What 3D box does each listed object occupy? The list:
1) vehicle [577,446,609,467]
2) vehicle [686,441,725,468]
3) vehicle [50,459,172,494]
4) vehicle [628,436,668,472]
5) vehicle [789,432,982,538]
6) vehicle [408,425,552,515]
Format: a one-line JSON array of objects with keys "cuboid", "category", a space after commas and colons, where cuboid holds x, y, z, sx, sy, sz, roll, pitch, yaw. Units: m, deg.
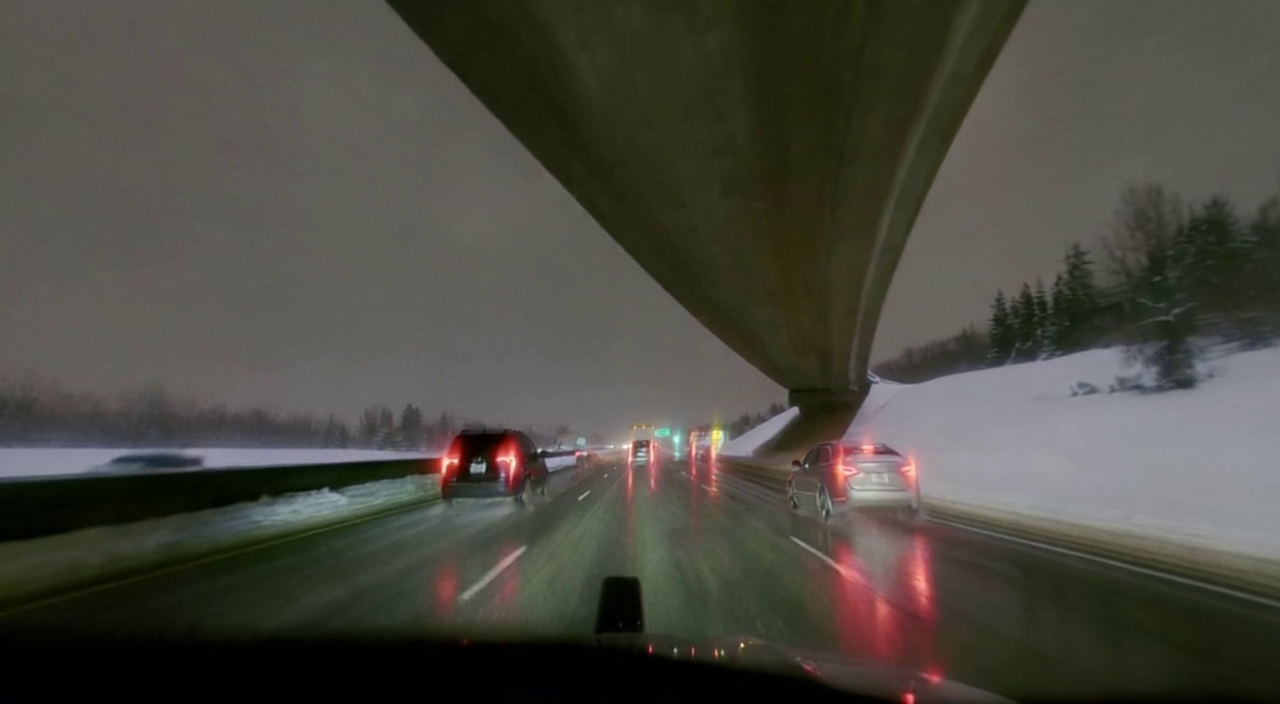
[{"cuboid": [-3.390, 7.593, 45.932, 1.994, 1.475, 4.171, 0, -9, 0], "category": "vehicle"}, {"cuboid": [4.588, 7.268, 44.995, 2.231, 1.807, 4.588, 0, -9, -1], "category": "vehicle"}, {"cuboid": [-26.105, 6.124, 31.339, 1.860, 1.516, 4.638, 0, -9, 3], "category": "vehicle"}, {"cuboid": [0.440, 5.827, 36.146, 2.155, 1.909, 4.529, 0, -9, 0], "category": "vehicle"}, {"cuboid": [4.123, 2.276, 11.353, 1.959, 1.554, 3.795, 0, -9, 1], "category": "vehicle"}, {"cuboid": [-3.491, 2.684, 14.798, 2.089, 1.751, 4.515, 0, -9, 1], "category": "vehicle"}]
